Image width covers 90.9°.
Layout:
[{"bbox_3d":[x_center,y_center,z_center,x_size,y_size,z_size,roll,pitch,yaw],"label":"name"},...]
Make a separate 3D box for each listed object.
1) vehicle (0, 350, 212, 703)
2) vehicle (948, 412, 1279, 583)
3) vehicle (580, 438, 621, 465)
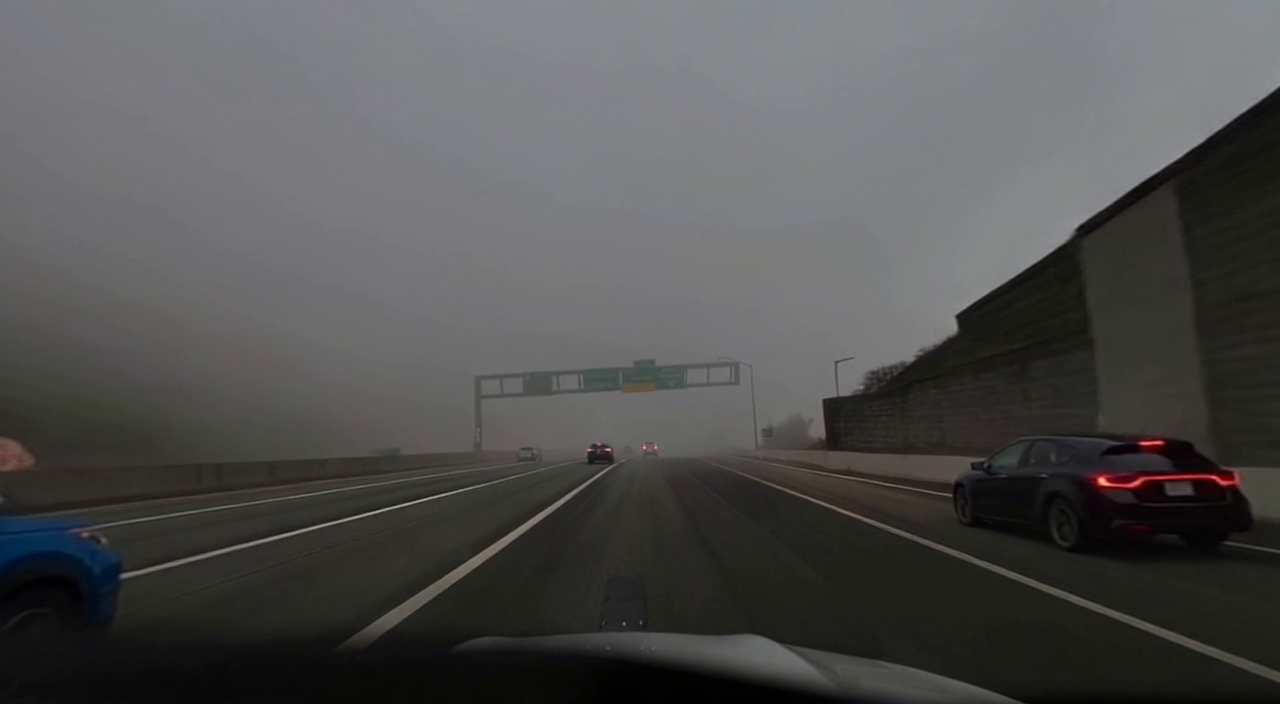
[{"bbox_3d":[-3.918,0.681,1.420,2.210,1.730,5.133,-1,-8,1],"label":"vehicle"},{"bbox_3d":[6.279,1.742,8.437,2.122,1.646,4.491,-1,-8,2],"label":"vehicle"},{"bbox_3d":[-2.718,7.084,45.049,2.172,1.824,5.031,-1,-8,5],"label":"vehicle"}]
